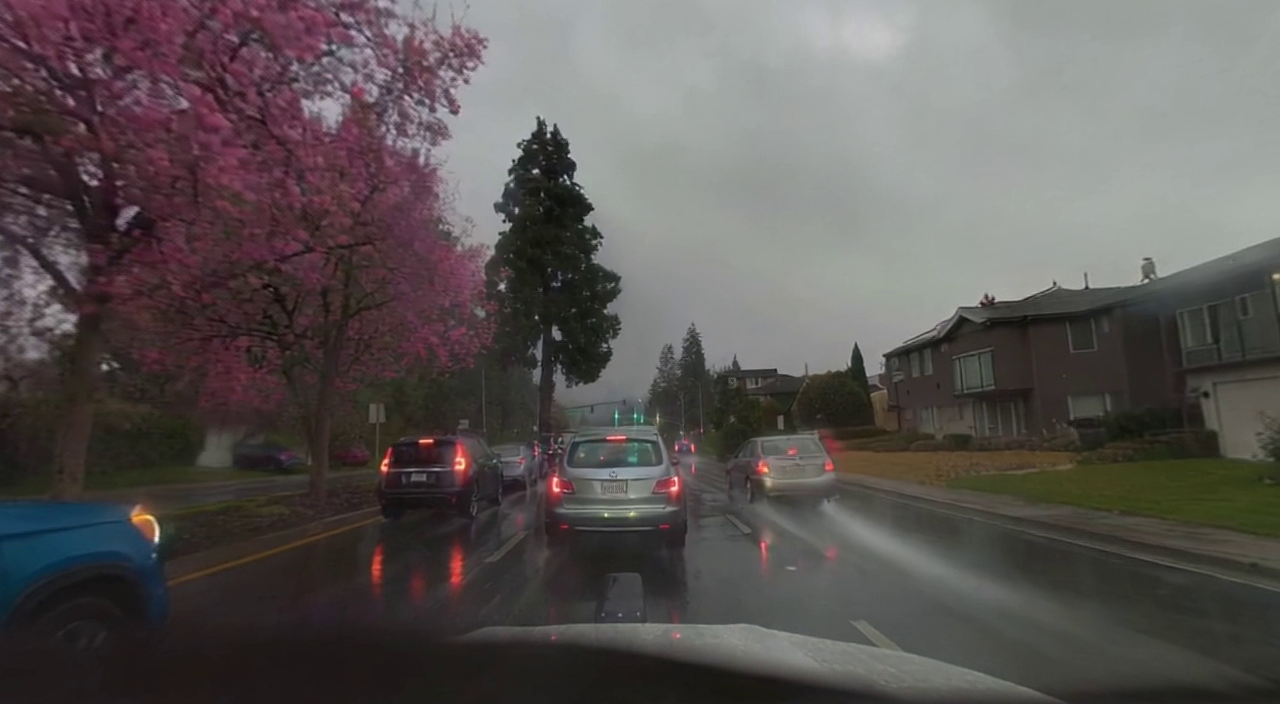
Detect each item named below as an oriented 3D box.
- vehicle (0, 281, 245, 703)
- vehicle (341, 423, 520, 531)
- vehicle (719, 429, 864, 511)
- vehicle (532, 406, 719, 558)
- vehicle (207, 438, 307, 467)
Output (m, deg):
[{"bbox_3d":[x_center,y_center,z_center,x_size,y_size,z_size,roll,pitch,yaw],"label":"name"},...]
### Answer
[{"bbox_3d":[-3.529,0.558,1.300,2.304,1.928,4.833,0,-8,0],"label":"vehicle"},{"bbox_3d":[-3.665,2.263,12.025,1.948,1.668,4.279,0,-8,0],"label":"vehicle"},{"bbox_3d":[3.203,2.611,14.495,2.056,1.536,4.678,0,-8,-1],"label":"vehicle"},{"bbox_3d":[-0.186,1.768,9.234,2.112,1.693,4.058,0,-8,-1],"label":"vehicle"},{"bbox_3d":[-28.483,7.475,47.260,5.856,2.096,2.481,3,-9,-18],"label":"vehicle"}]
